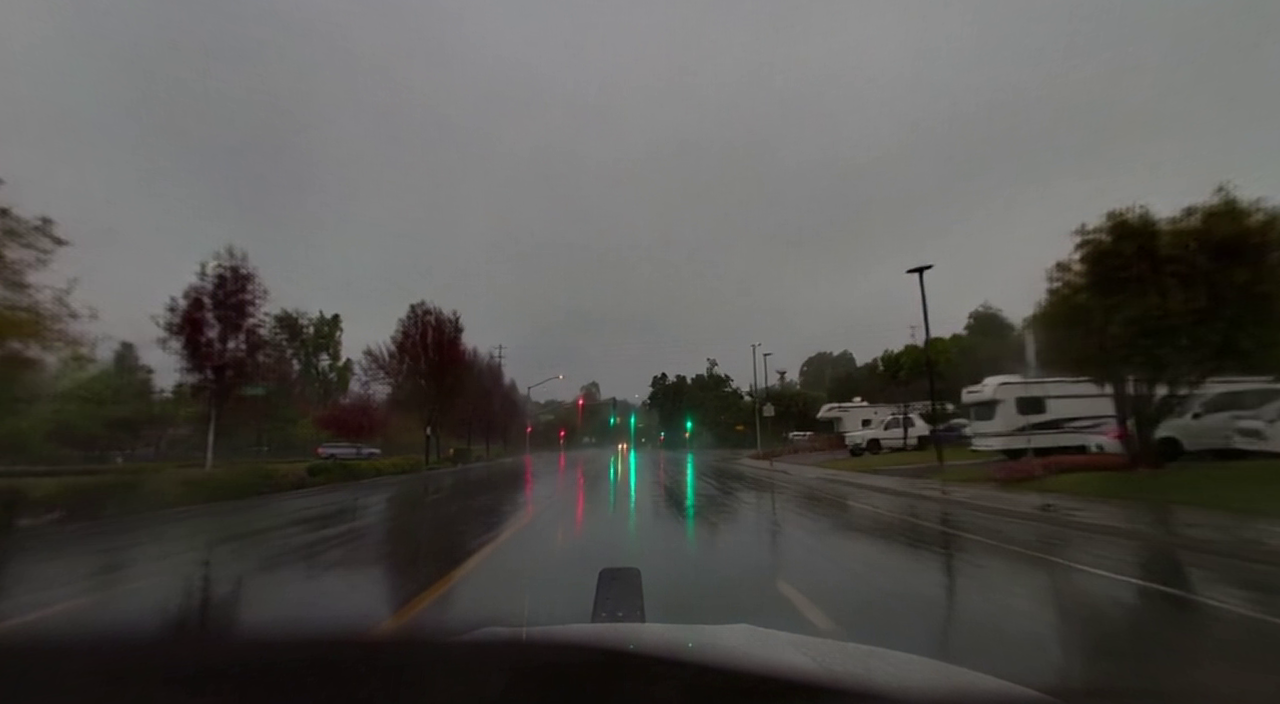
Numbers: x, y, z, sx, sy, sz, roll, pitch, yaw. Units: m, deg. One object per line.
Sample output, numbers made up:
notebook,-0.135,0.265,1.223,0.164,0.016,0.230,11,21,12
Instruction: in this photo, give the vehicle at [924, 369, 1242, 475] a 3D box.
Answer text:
vehicle,15.671,2.533,22.837,9.450,3.499,2.789,0,-8,-3

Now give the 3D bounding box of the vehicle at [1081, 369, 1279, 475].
vehicle,16.104,1.892,16.698,6.894,2.500,2.853,1,-8,-5
